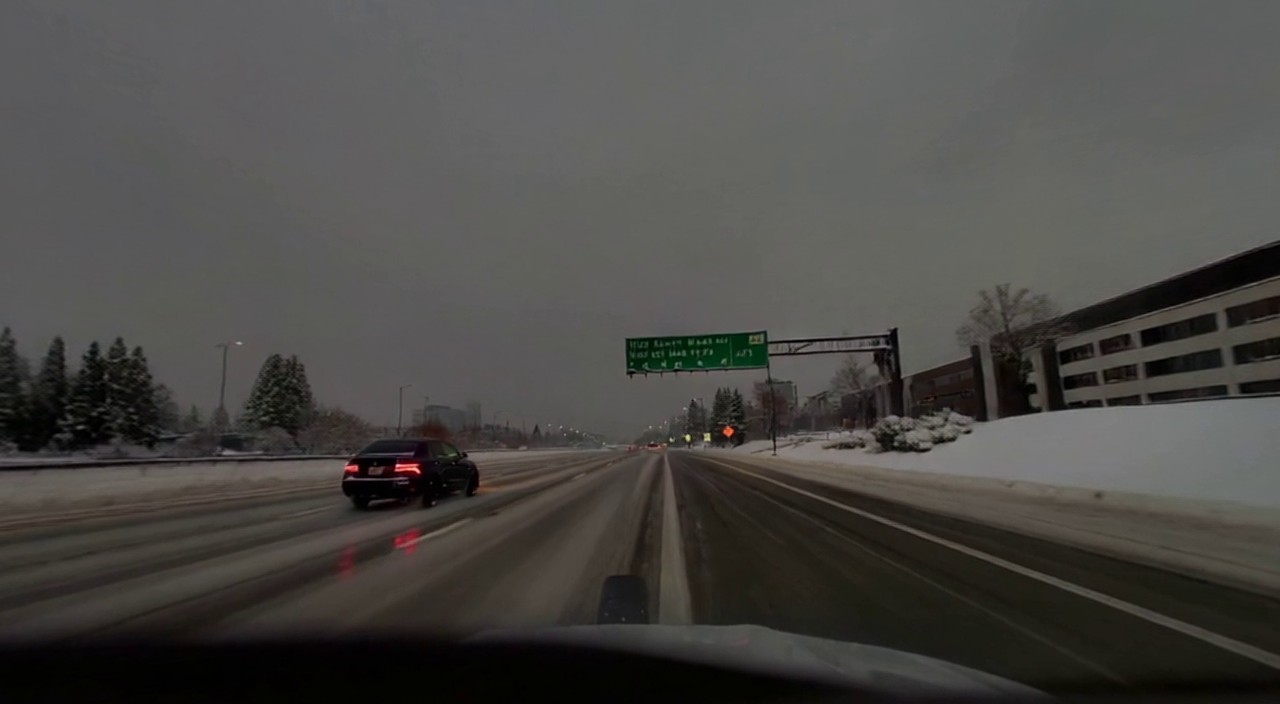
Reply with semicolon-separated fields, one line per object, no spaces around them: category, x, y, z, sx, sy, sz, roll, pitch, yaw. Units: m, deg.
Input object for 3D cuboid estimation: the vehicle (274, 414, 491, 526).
vehicle;-4.743;2.266;12.642;2.145;1.793;4.762;-1;-8;3
